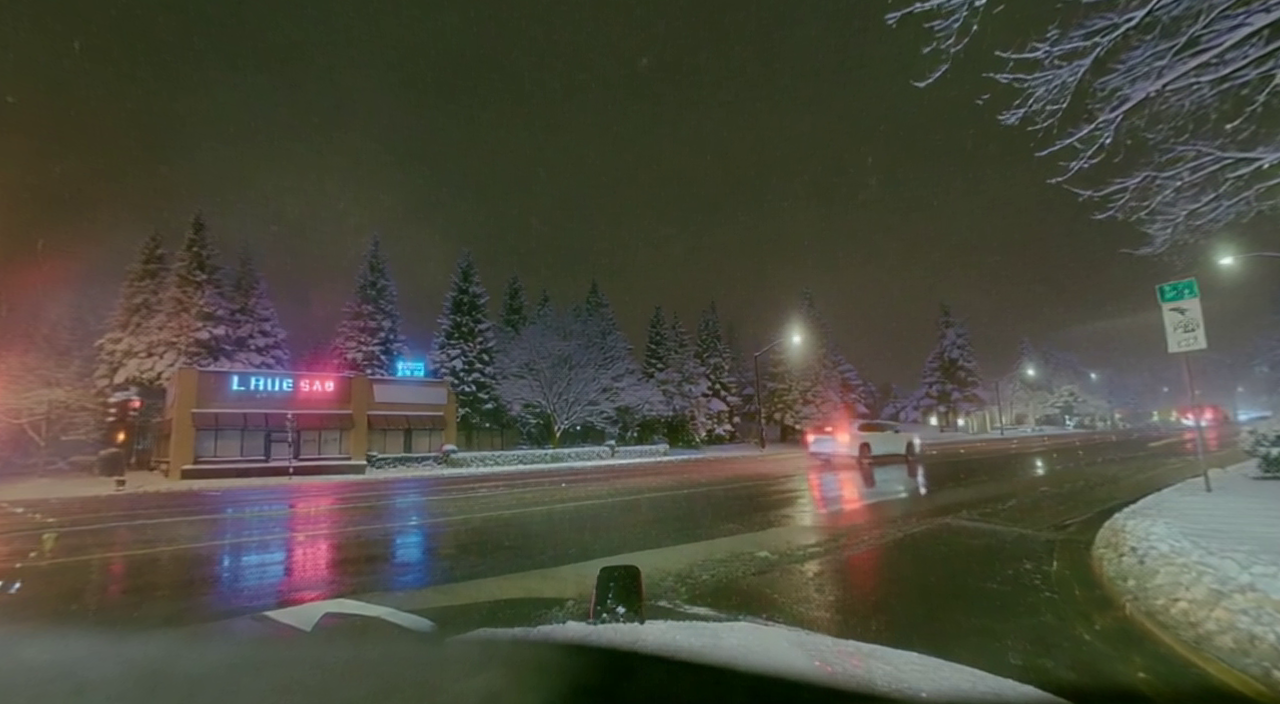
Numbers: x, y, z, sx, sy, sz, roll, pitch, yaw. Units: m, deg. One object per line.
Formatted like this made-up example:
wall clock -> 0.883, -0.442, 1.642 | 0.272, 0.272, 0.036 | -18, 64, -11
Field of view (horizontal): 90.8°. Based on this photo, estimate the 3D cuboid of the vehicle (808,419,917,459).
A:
vehicle -> 8.931, 3.488, 25.276 | 4.442, 1.458, 1.902 | 6, -11, -37
